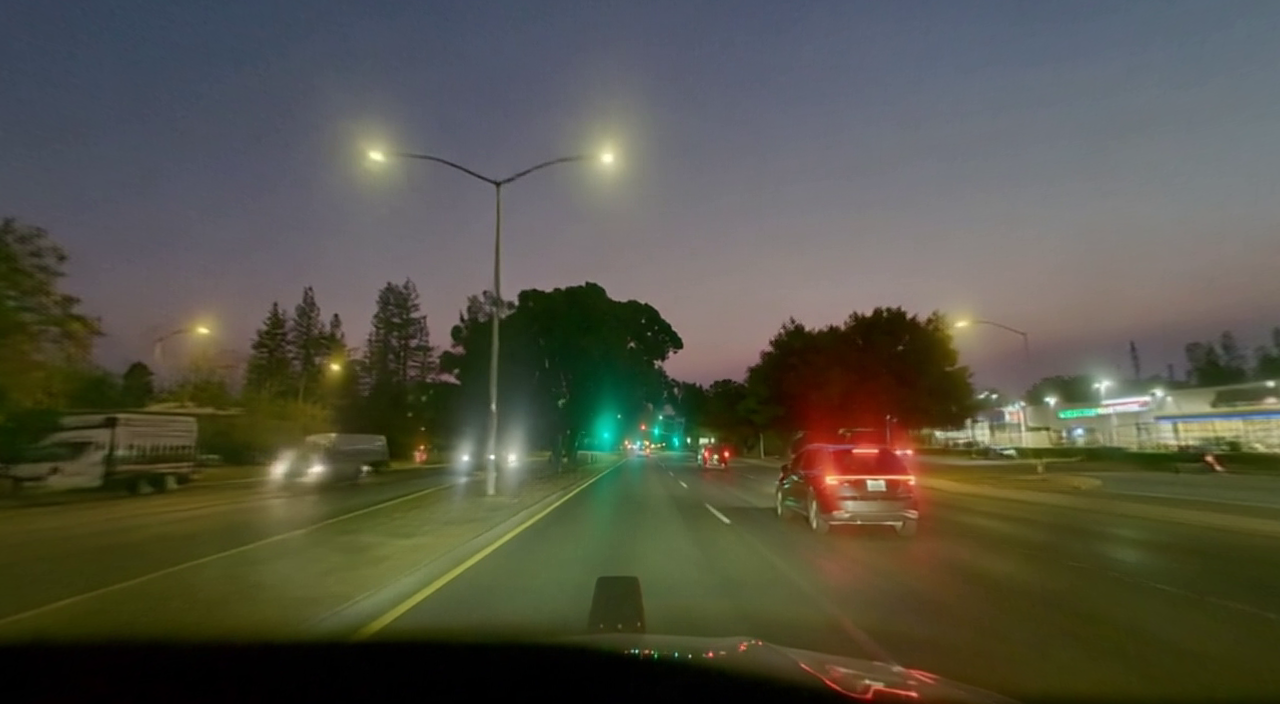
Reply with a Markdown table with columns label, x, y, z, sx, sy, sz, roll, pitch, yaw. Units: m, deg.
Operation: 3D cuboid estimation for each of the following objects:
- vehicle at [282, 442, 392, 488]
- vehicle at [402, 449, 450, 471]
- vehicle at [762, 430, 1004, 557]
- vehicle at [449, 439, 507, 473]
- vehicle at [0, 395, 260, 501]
| label | x | y | z | sx | sy | sz | roll | pitch | yaw |
| --- | --- | --- | --- | --- | --- | --- | --- | --- | --- |
| vehicle | -11.993 | 4.491 | 25.277 | 2.018 | 1.639 | 4.764 | 0 | -9 | 1 |
| vehicle | -15.311 | 7.750 | 45.199 | 1.862 | 1.460 | 4.677 | 0 | -9 | -1 |
| vehicle | 3.335 | 2.022 | 9.733 | 1.935 | 1.501 | 4.384 | 0 | -9 | -1 |
| vehicle | -9.092 | 5.885 | 35.692 | 1.953 | 1.753 | 4.843 | 0 | -9 | 0 |
| vehicle | -18.338 | 3.573 | 22.892 | 3.043 | 2.916 | 9.736 | -4 | -9 | -1 |
